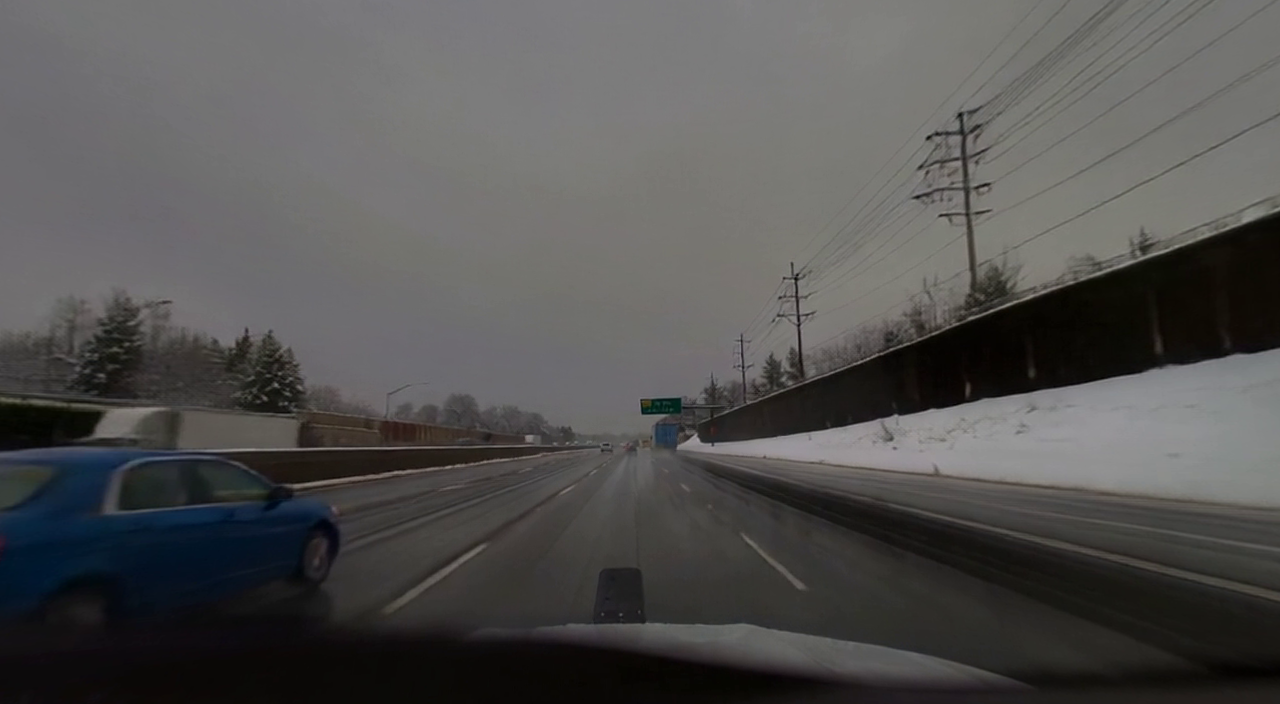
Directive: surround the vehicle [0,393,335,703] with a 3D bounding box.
[{"bbox_3d":[-3.961,1.127,3.958,2.009,1.533,4.175,0,-9,0],"label":"vehicle"}]
